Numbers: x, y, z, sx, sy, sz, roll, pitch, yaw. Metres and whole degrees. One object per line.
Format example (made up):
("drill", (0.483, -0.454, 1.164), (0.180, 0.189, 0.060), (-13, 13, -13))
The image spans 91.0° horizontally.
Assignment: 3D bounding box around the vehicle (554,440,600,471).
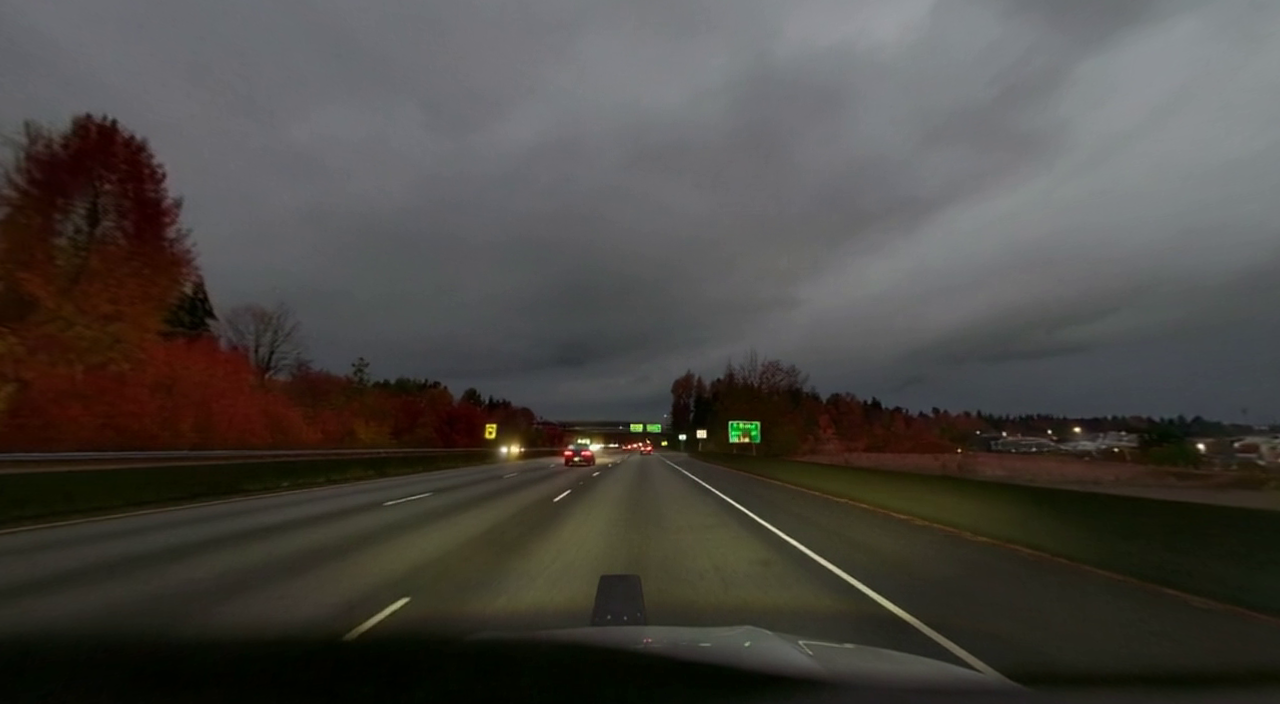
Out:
("vehicle", (-3.377, 5.653, 34.706), (2.061, 1.572, 4.814), (0, -8, 0))
